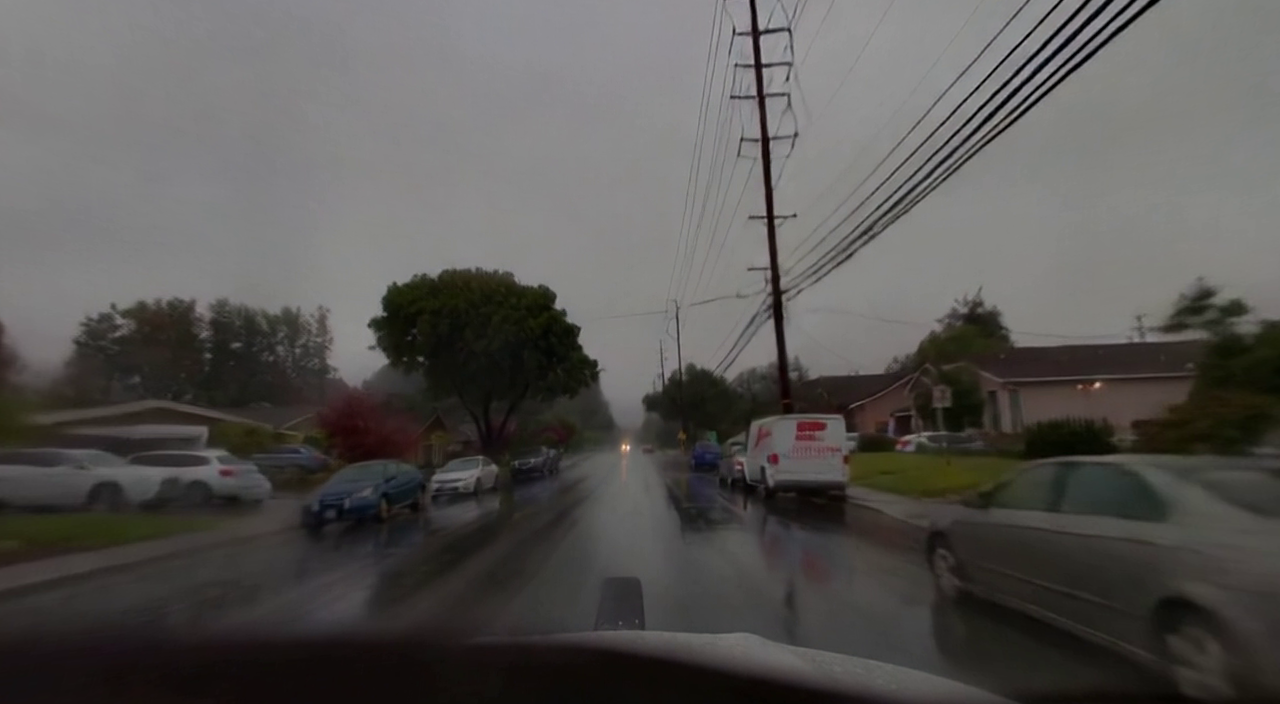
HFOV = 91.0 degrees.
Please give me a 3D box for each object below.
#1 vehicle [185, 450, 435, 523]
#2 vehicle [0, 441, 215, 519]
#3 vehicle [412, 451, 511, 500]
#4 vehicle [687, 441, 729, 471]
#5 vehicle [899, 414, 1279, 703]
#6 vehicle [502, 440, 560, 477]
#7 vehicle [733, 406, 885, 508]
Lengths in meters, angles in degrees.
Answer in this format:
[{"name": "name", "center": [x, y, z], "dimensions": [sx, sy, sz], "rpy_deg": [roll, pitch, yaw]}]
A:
[{"name": "vehicle", "center": [-7.739, 3.176, 15.212], "dimensions": [4.935, 1.454, 1.900], "rpy_deg": [-1, -8, -5]}, {"name": "vehicle", "center": [-13.270, 3.041, 15.184], "dimensions": [4.528, 1.713, 1.947], "rpy_deg": [0, -9, -1]}, {"name": "vehicle", "center": [-6.122, 4.270, 22.247], "dimensions": [2.048, 1.438, 4.728], "rpy_deg": [-2, -9, 1]}, {"name": "vehicle", "center": [3.800, 5.891, 35.832], "dimensions": [1.848, 1.550, 4.054], "rpy_deg": [0, -9, -1]}, {"name": "vehicle", "center": [3.678, 1.272, 4.445], "dimensions": [1.876, 1.458, 4.468], "rpy_deg": [0, -9, 1]}, {"name": "vehicle", "center": [-6.116, 6.072, 36.075], "dimensions": [2.322, 1.913, 5.582], "rpy_deg": [0, -9, 0]}, {"name": "vehicle", "center": [4.023, 2.671, 16.244], "dimensions": [2.396, 2.164, 5.381], "rpy_deg": [0, -9, 0]}]
